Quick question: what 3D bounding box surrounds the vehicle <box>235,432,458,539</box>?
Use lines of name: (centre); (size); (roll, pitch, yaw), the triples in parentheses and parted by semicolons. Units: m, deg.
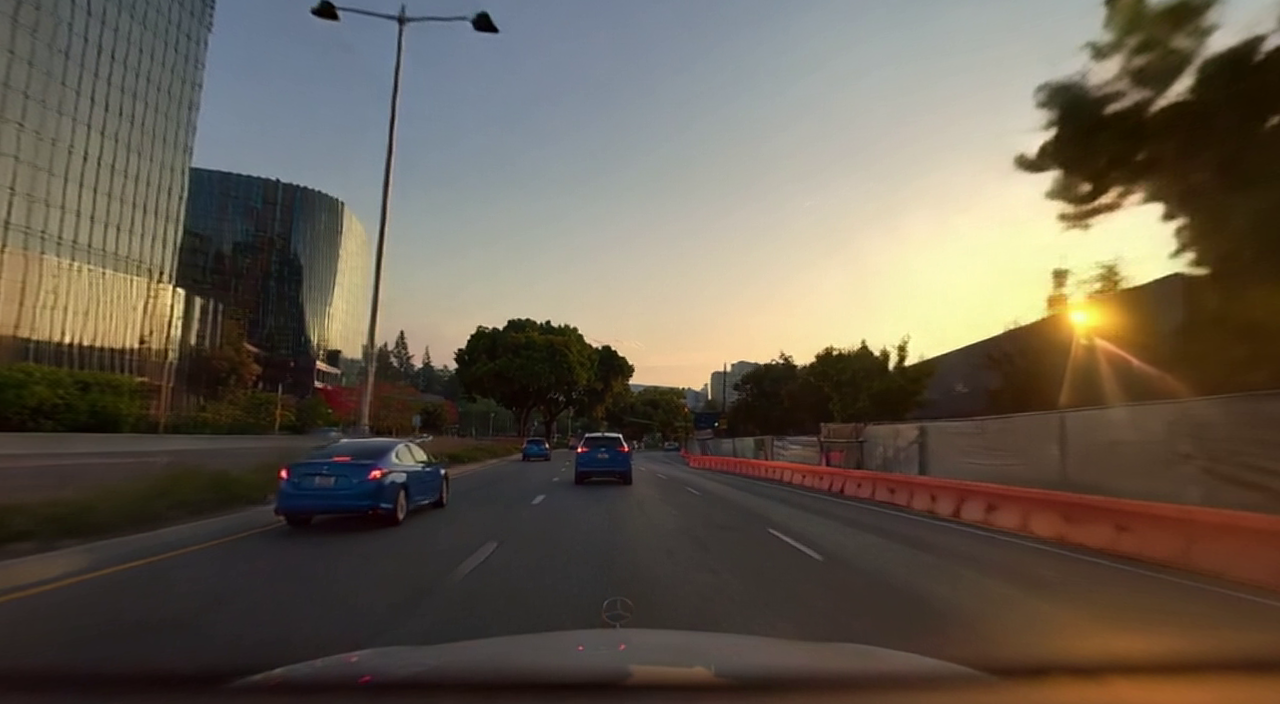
vehicle: (-4.499, 2.051, 10.442); (1.848, 1.406, 4.013); (0, -8, -2)

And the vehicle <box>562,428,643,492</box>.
vehicle: (-0.911, 2.817, 16.767); (1.913, 1.499, 3.581); (0, -8, -1)

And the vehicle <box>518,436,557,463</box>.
vehicle: (-6.045, 5.771, 37.576); (1.888, 1.486, 4.310); (1, -8, -4)
